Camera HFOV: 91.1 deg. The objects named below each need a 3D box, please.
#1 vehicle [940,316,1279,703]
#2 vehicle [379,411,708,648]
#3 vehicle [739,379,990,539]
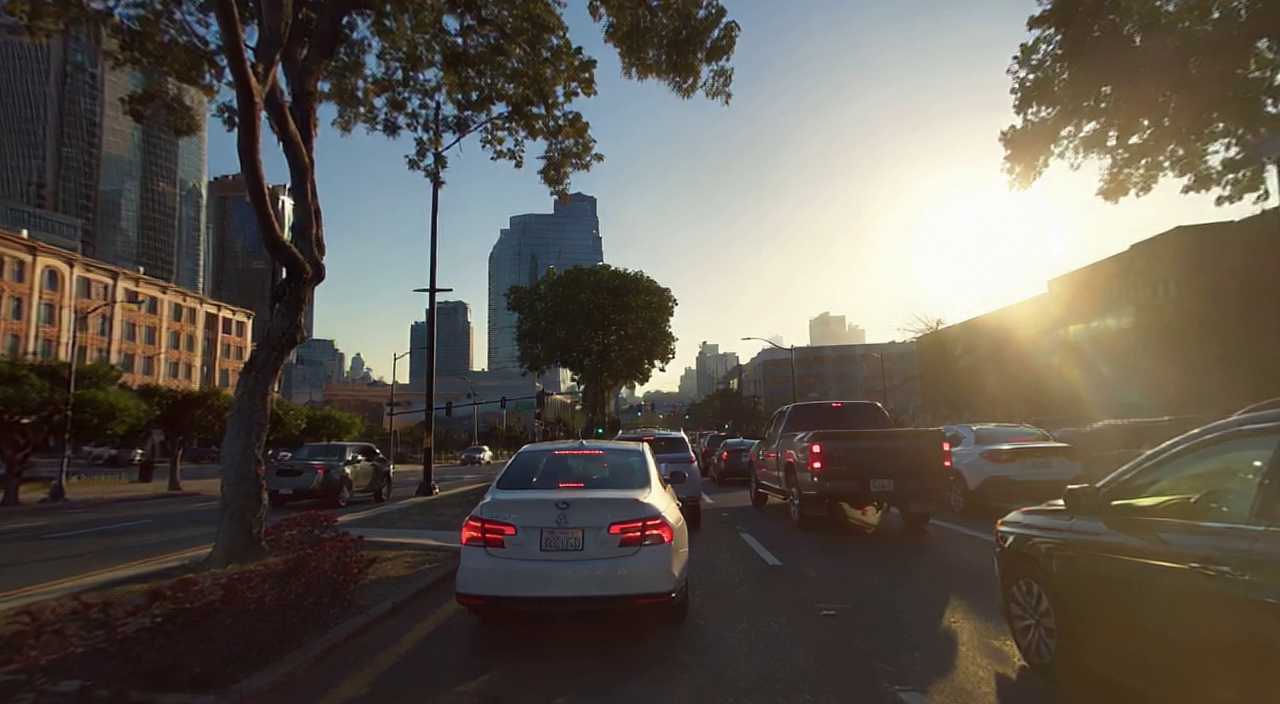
[{"bbox_3d":[3.158,0.746,2.080,2.024,1.723,4.714,0,-9,1],"label":"vehicle"},{"bbox_3d":[-0.577,1.487,6.336,2.172,1.536,4.250,0,-9,2],"label":"vehicle"},{"bbox_3d":[3.544,1.900,11.631,2.497,2.186,5.890,0,-8,0],"label":"vehicle"}]
